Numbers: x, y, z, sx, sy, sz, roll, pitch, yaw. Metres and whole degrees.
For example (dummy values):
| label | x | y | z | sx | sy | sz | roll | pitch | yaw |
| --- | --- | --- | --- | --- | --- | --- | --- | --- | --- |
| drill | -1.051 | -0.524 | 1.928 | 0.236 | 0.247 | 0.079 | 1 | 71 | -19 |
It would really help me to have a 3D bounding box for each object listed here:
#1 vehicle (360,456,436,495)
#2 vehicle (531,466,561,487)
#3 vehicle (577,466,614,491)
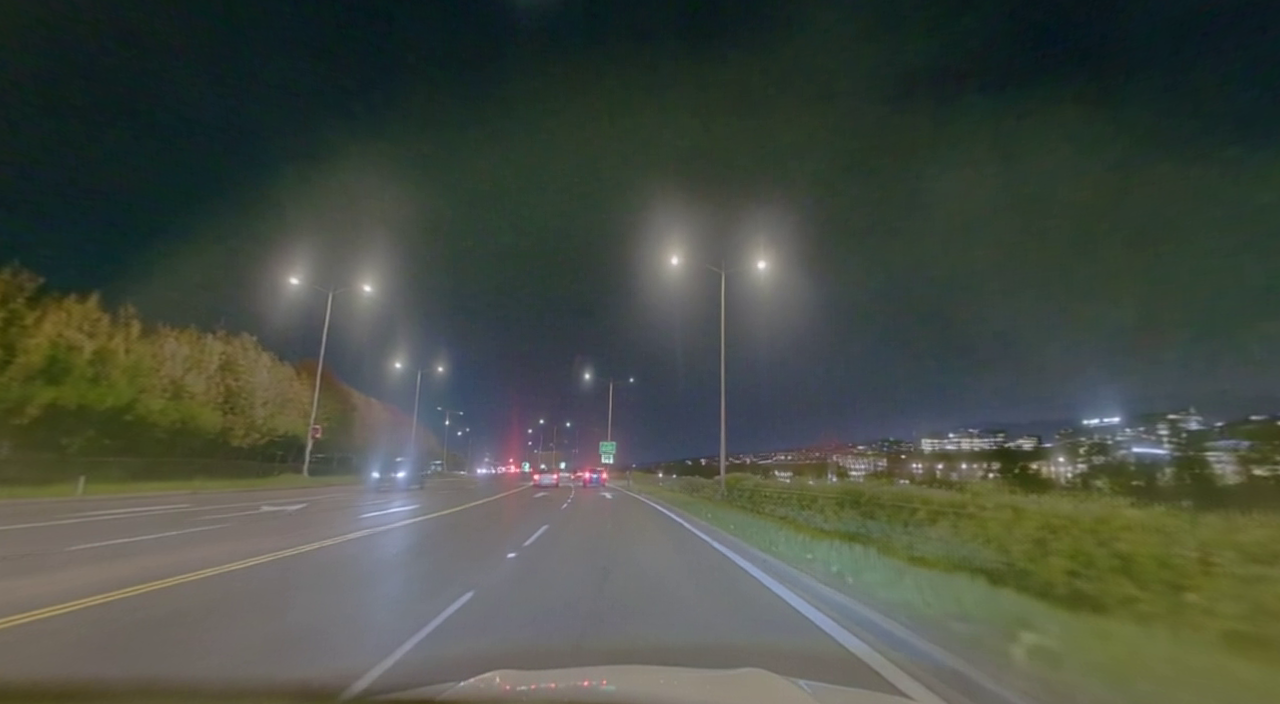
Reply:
| label | x | y | z | sx | sy | sz | roll | pitch | yaw |
| --- | --- | --- | --- | --- | --- | --- | --- | --- | --- |
| vehicle | -11.436 | 5.895 | 30.183 | 2.183 | 1.665 | 4.498 | 2 | -10 | -5 |
| vehicle | -6.908 | 9.180 | 46.582 | 2.030 | 1.441 | 4.806 | 2 | -11 | -7 |
| vehicle | -2.900 | 8.082 | 40.336 | 2.129 | 1.471 | 4.258 | 2 | -10 | -7 |
